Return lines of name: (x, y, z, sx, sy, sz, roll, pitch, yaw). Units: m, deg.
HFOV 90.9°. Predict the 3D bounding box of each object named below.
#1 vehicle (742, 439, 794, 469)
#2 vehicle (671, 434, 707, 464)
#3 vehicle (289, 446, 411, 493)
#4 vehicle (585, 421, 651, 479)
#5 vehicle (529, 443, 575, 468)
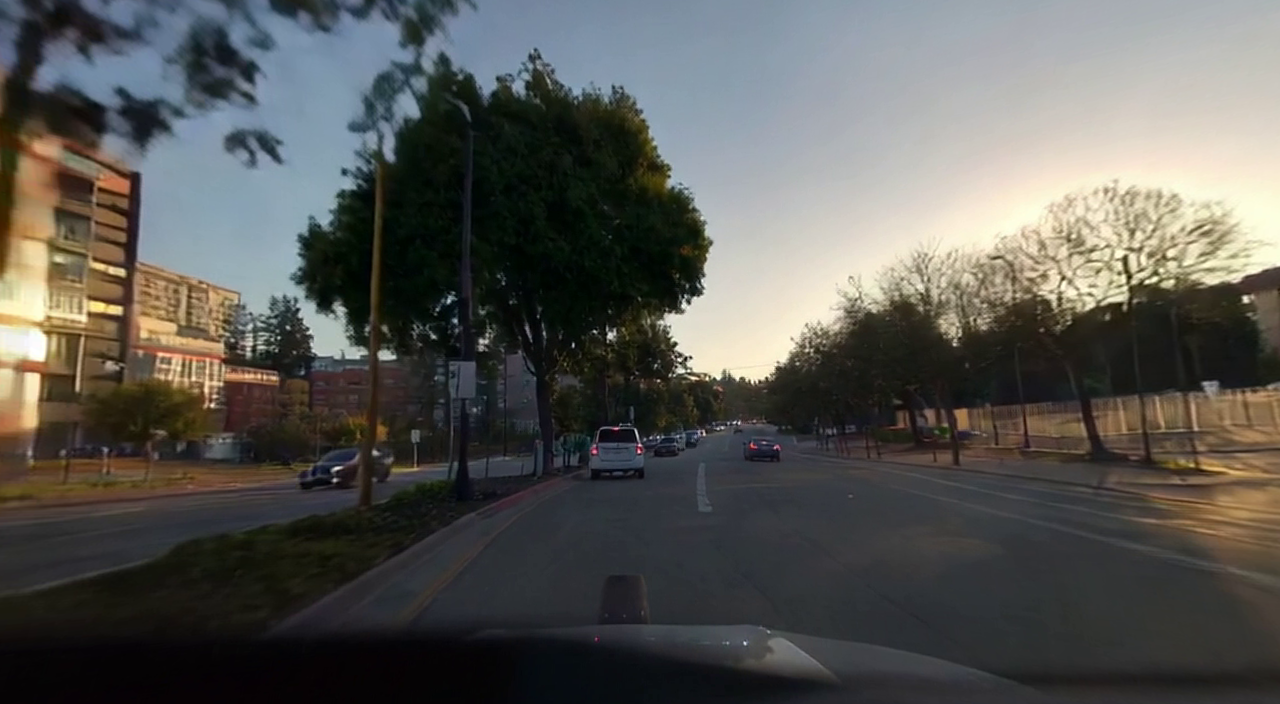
vehicle: (6.724, 5.379, 33.546, 2.075, 1.486, 4.316, -1, -8, 3)
vehicle: (3.277, 6.316, 41.300, 2.222, 1.841, 4.031, -1, -8, 6)
vehicle: (-10.176, 4.120, 22.588, 1.965, 1.486, 4.494, -1, -8, 5)
vehicle: (-0.779, 3.994, 25.878, 2.396, 2.143, 4.824, 0, -8, 2)
vehicle: (-5.543, 6.587, 40.369, 1.955, 1.460, 4.434, -1, -8, 5)
